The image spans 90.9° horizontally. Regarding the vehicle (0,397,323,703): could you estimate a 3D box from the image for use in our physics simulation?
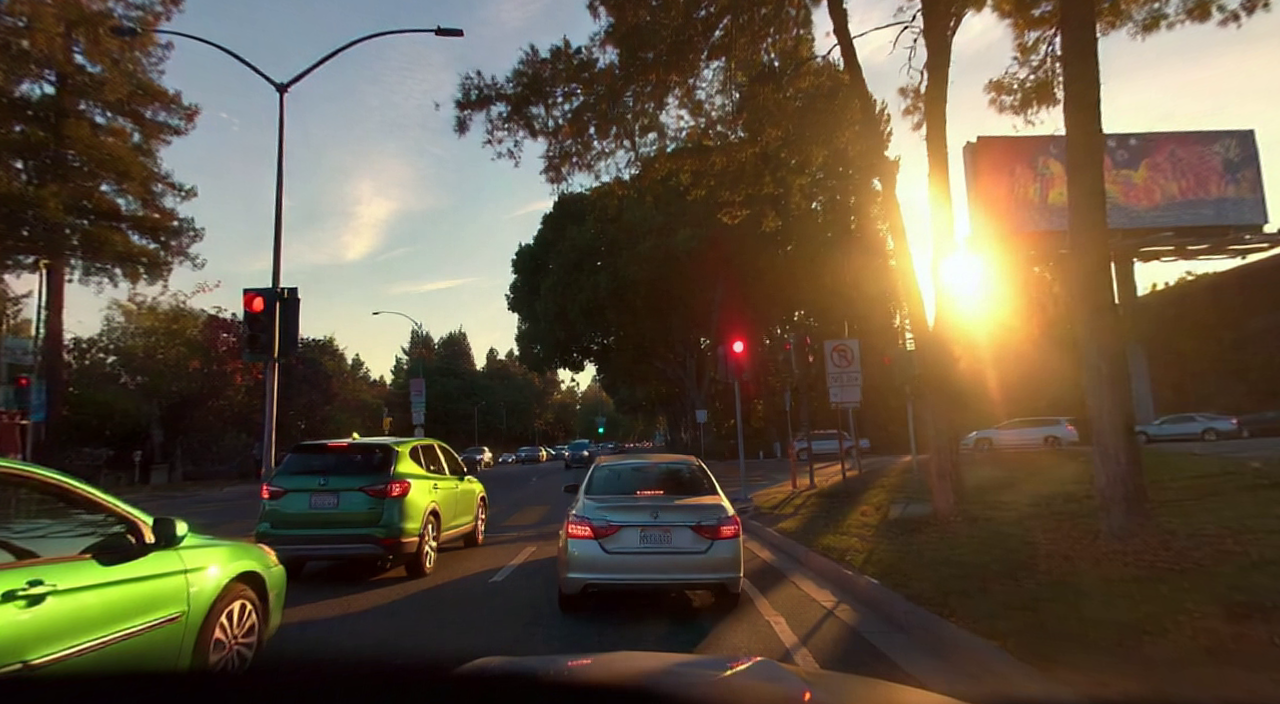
[{"bbox_3d":[-3.155,0.964,2.418,1.808,1.520,3.846,-1,-9,1],"label":"vehicle"}]

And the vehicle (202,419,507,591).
[{"bbox_3d":[-3.184,1.790,8.160,1.950,1.628,4.082,-1,-9,1],"label":"vehicle"}]

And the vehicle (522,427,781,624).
[{"bbox_3d":[0.022,1.597,6.633,1.977,1.467,3.474,0,-9,-2],"label":"vehicle"}]
